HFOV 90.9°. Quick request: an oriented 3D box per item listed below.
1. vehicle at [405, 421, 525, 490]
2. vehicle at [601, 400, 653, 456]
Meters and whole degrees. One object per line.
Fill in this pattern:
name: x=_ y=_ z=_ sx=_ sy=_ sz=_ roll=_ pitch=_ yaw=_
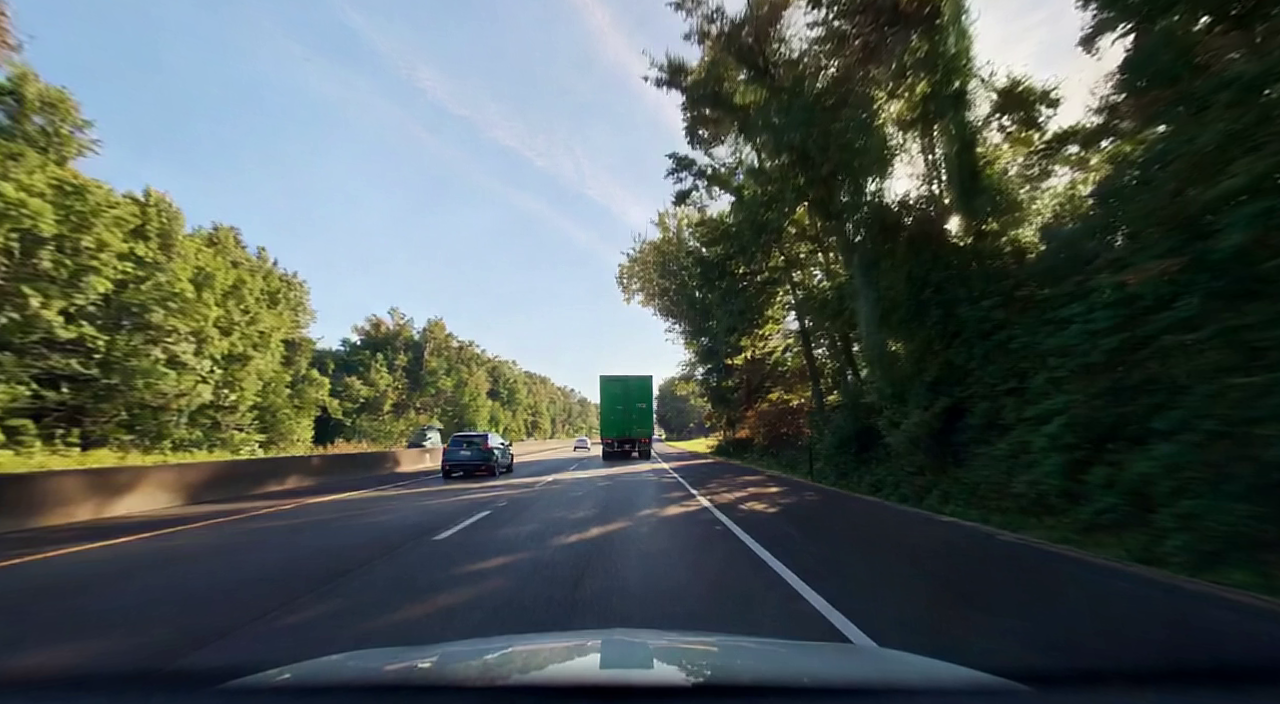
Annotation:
vehicle: x=-4.790 y=2.897 z=18.077 sx=2.138 sy=1.697 sz=4.587 roll=0 pitch=-8 yaw=0
vehicle: x=-0.609 y=3.484 z=28.786 sx=2.319 sy=2.461 sz=1.270 roll=1 pitch=-8 yaw=-3
